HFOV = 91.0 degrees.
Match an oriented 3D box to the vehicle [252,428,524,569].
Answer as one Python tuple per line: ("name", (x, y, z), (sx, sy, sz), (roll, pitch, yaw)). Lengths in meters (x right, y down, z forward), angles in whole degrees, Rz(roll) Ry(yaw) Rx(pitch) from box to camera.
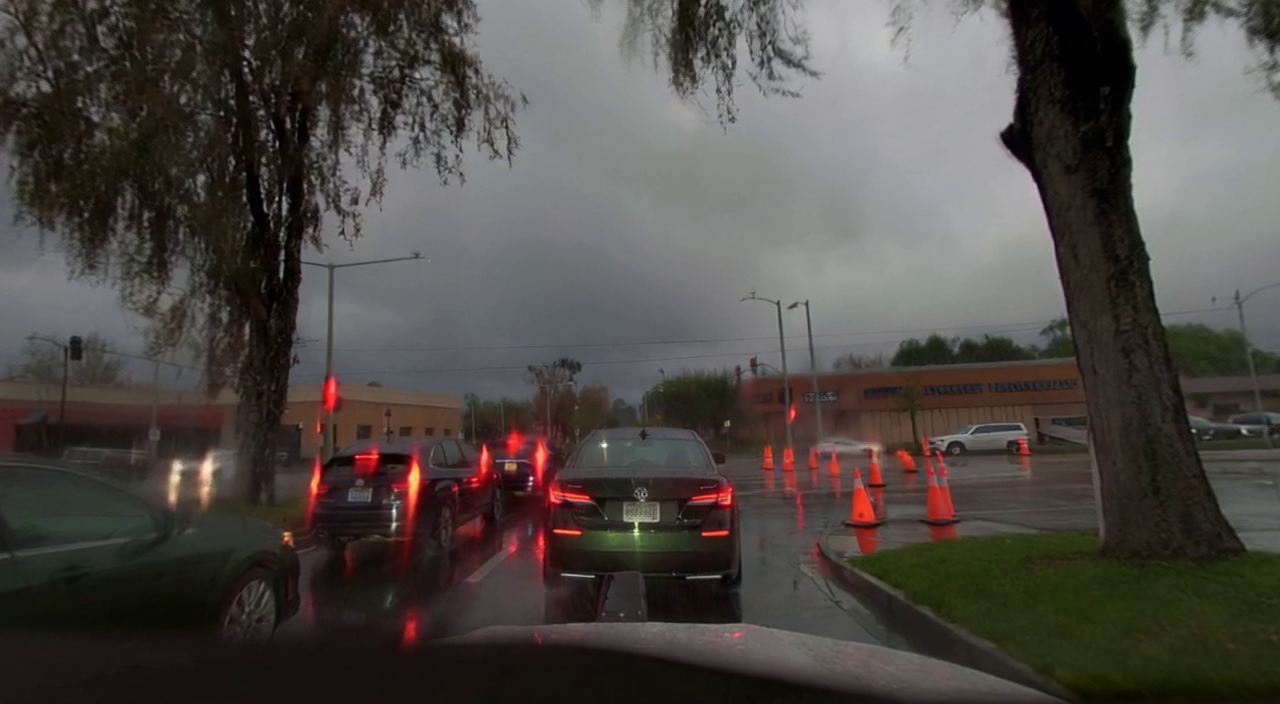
("vehicle", (-3.274, 1.996, 9.444), (1.989, 1.541, 4.626), (0, -9, 2))

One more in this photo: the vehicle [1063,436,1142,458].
("vehicle", (36.646, 7.568, 49.958), (4.791, 1.635, 1.857), (0, -9, 1))

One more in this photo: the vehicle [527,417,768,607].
("vehicle", (0.109, 1.622, 7.204), (2.021, 1.560, 3.676), (0, -9, 1))

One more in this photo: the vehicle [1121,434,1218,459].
("vehicle", (34.158, 6.104, 40.680), (4.579, 1.480, 1.819), (0, -9, 1))

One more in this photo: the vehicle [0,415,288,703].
("vehicle", (-3.592, 0.941, 2.145), (1.964, 1.497, 4.722), (0, -9, 1))

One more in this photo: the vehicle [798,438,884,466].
("vehicle", (13.198, 6.611, 41.643), (5.043, 1.759, 2.085), (-1, -9, 8))
